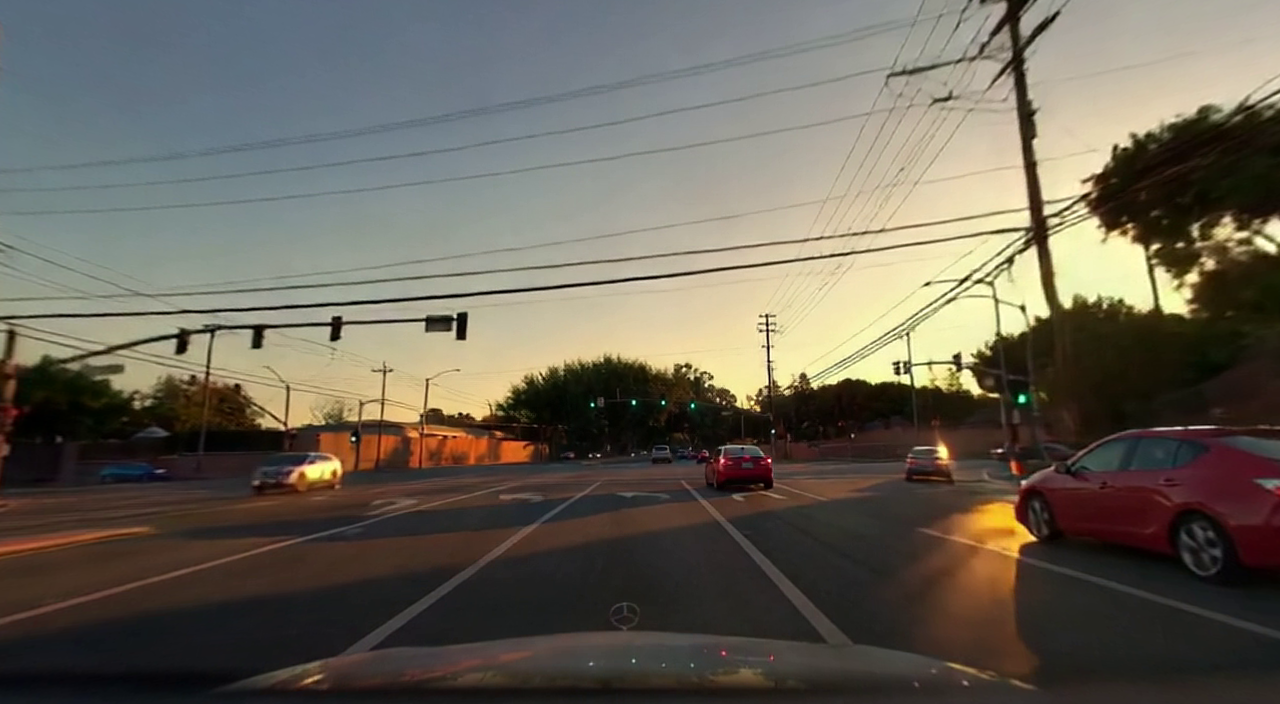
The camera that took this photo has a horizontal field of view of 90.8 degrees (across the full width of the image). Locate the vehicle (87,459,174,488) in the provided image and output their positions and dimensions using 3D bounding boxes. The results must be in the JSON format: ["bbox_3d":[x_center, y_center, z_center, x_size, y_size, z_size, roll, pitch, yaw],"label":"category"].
[{"bbox_3d":[-37.144,8.866,46.131,4.650,1.672,2.119,-4,-8,1],"label":"vehicle"}]

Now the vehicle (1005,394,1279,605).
[{"bbox_3d":[6.539,1.543,7.280,2.029,1.795,4.371,0,-8,0],"label":"vehicle"}]

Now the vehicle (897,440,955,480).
[{"bbox_3d":[13.704,5.157,30.462,1.949,1.758,4.215,-3,-9,17],"label":"vehicle"}]

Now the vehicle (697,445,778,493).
[{"bbox_3d":[3.212,3.944,21.727,2.035,1.460,4.392,0,-8,-1],"label":"vehicle"}]
